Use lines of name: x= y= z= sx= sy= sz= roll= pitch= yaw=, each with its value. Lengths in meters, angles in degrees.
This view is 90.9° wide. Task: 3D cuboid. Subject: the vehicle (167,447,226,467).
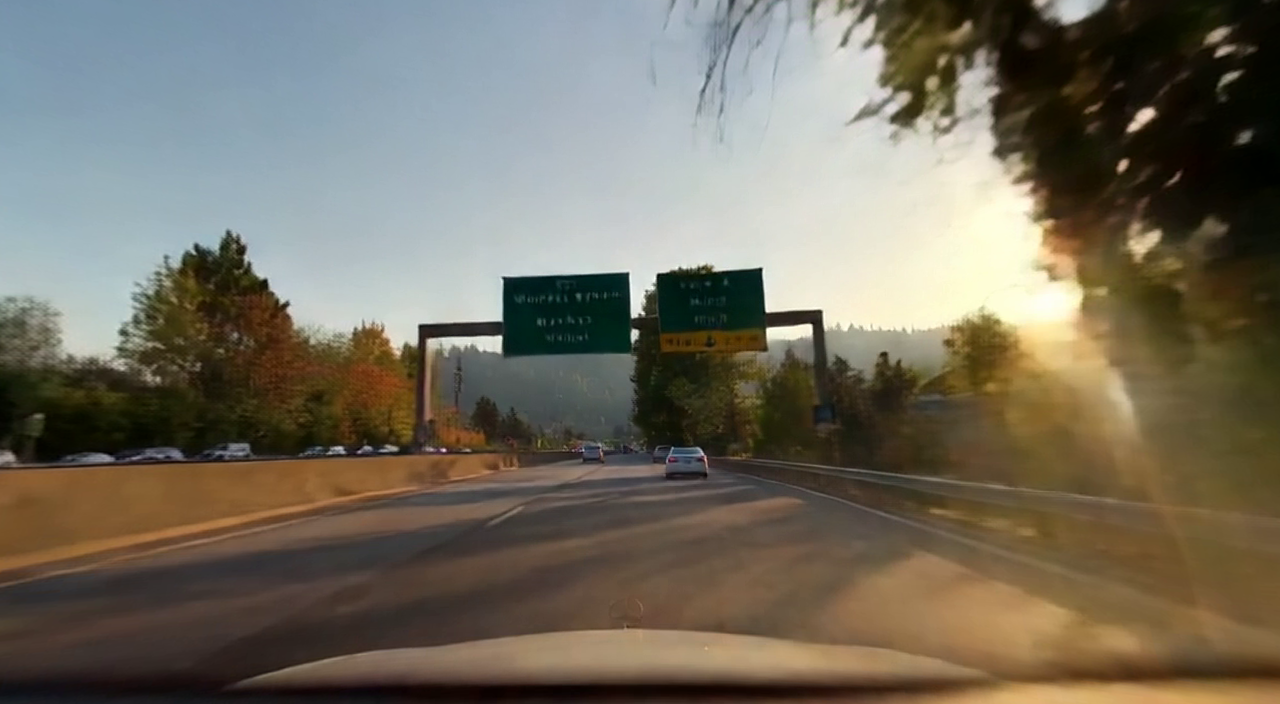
vehicle: x=-34.163 y=8.085 z=48.647 sx=1.767 sy=1.451 sz=3.912 roll=0 pitch=-9 yaw=-3

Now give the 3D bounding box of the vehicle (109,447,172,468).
vehicle: x=-37.243 y=7.867 z=47.098 sx=1.819 sy=1.503 sz=3.711 roll=1 pitch=-9 yaw=-4

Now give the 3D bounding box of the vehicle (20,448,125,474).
vehicle: x=-33.976 y=6.533 z=37.940 sx=1.866 sy=1.449 sz=4.865 roll=0 pitch=-9 yaw=-1

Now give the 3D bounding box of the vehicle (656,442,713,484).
vehicle: x=1.634 y=4.257 z=24.413 sx=1.960 sy=1.456 sz=3.818 roll=0 pitch=-9 yaw=0
